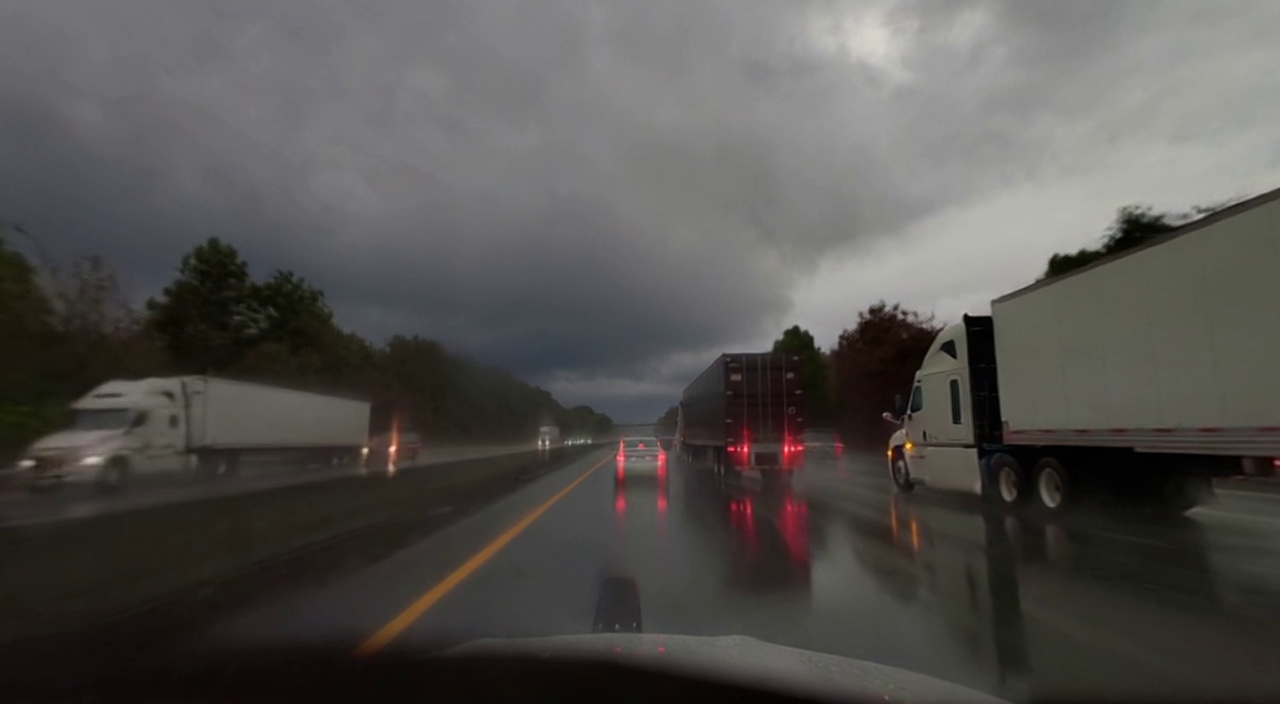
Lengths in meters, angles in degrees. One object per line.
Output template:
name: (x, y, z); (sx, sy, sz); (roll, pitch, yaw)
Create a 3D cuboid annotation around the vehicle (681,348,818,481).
vehicle: (3.825, 2.853, 26.603); (2.888, 4.099, 14.183); (0, -8, -1)

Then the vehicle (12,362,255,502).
vehicle: (-16.468, 2.696, 21.276); (2.903, 4.010, 6.212); (0, -8, -1)

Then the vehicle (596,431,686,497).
vehicle: (-0.029, 2.796, 16.224); (2.038, 1.477, 3.773); (0, -8, -2)

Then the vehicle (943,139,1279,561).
vehicle: (8.156, -0.078, 6.121); (3.110, 4.308, 14.260); (0, -8, -1)

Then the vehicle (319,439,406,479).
vehicle: (-11.797, 4.545, 27.082); (1.940, 1.540, 3.989); (0, -8, 0)
